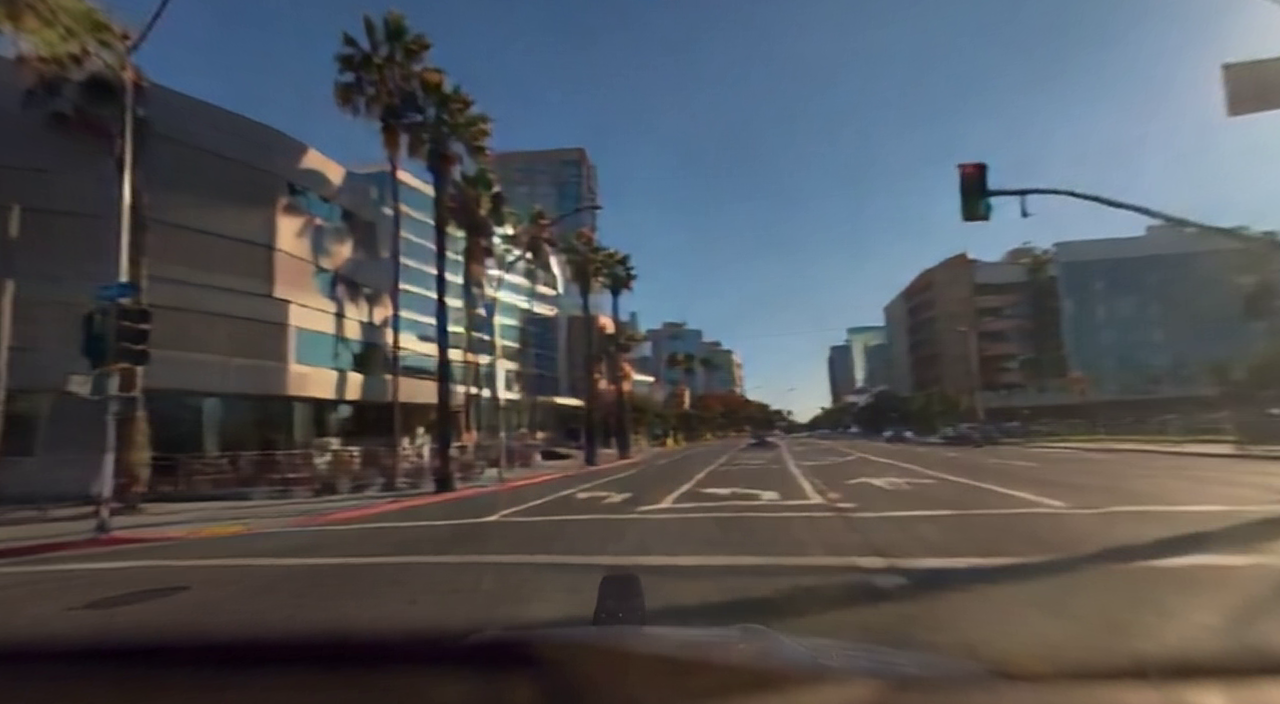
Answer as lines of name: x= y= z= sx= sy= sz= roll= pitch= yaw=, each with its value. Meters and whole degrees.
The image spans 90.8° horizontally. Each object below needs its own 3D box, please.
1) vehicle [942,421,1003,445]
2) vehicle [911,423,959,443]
vehicle: x=21.880 y=5.370 z=41.790 sx=1.870 sy=1.456 sz=4.605 roll=-1 pitch=-8 yaw=5
vehicle: x=22.819 y=6.311 z=49.050 sx=1.846 sy=1.452 sz=4.549 roll=-1 pitch=-8 yaw=5
